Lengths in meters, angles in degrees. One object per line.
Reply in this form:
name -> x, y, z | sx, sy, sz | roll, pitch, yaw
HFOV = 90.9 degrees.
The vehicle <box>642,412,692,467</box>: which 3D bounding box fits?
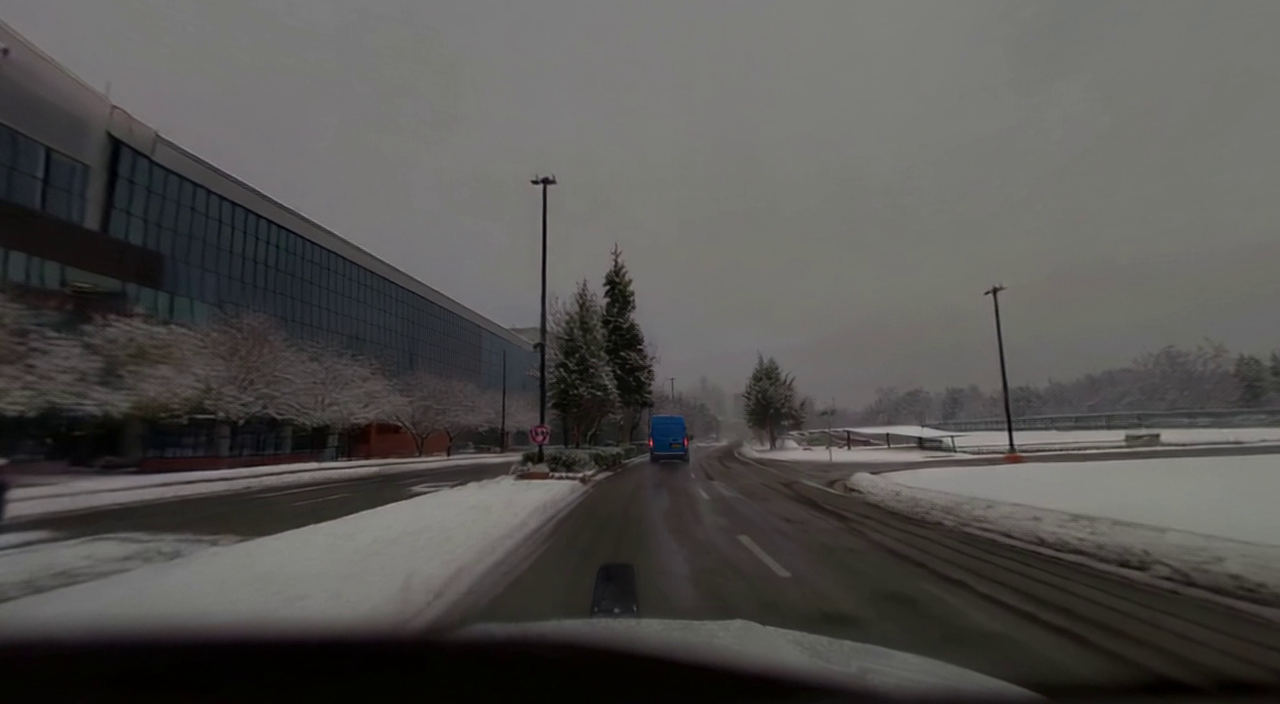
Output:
vehicle -> 1.591, 4.836, 34.914 | 2.435, 2.816, 5.232 | -1, -8, 5
